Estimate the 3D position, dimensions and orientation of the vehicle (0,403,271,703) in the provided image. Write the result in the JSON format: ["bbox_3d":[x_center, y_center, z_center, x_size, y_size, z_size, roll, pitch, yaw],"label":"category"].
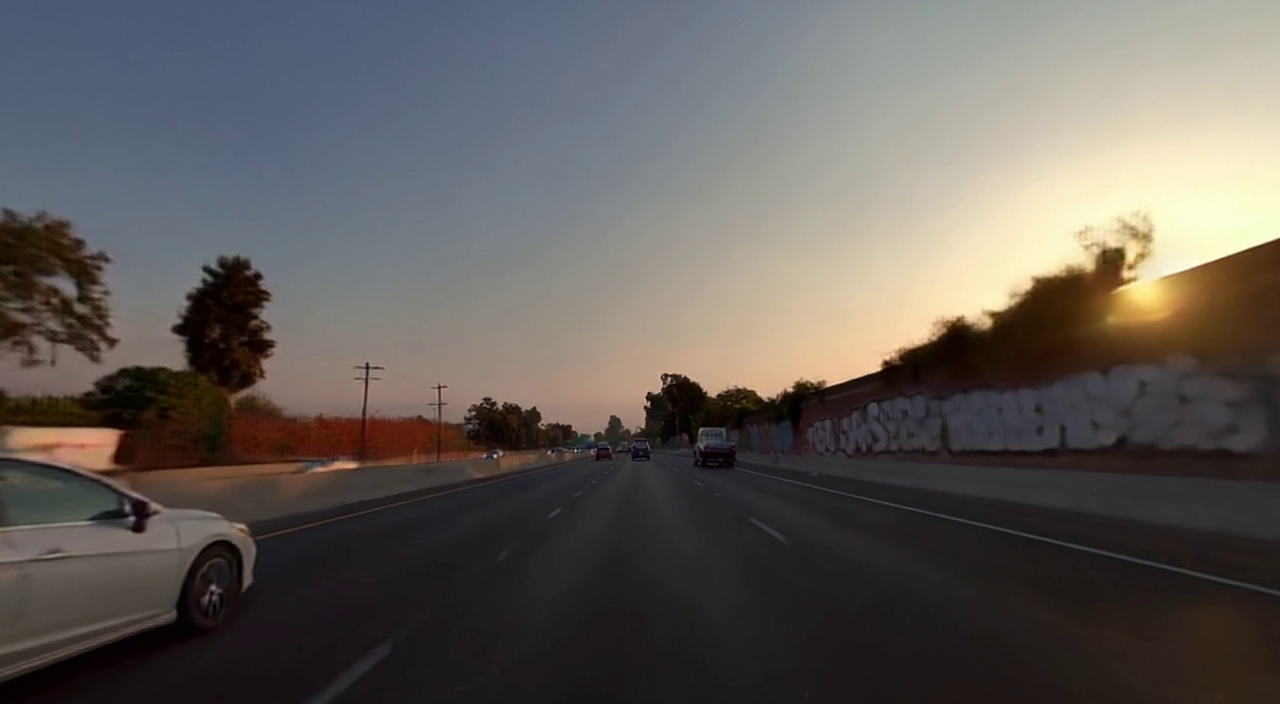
[{"bbox_3d":[-3.715,0.899,2.336,2.023,1.444,4.379,0,-9,0],"label":"vehicle"}]

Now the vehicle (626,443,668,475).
[{"bbox_3d":[0.326,5.514,32.690,2.009,1.506,4.091,0,-9,0],"label":"vehicle"}]

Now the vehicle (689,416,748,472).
[{"bbox_3d":[4.426,5.362,36.621,2.549,2.931,6.310,0,-9,0],"label":"vehicle"}]

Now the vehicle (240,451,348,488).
[{"bbox_3d":[-16.550,5.641,30.561,2.207,1.599,5.423,0,-9,0],"label":"vehicle"}]
